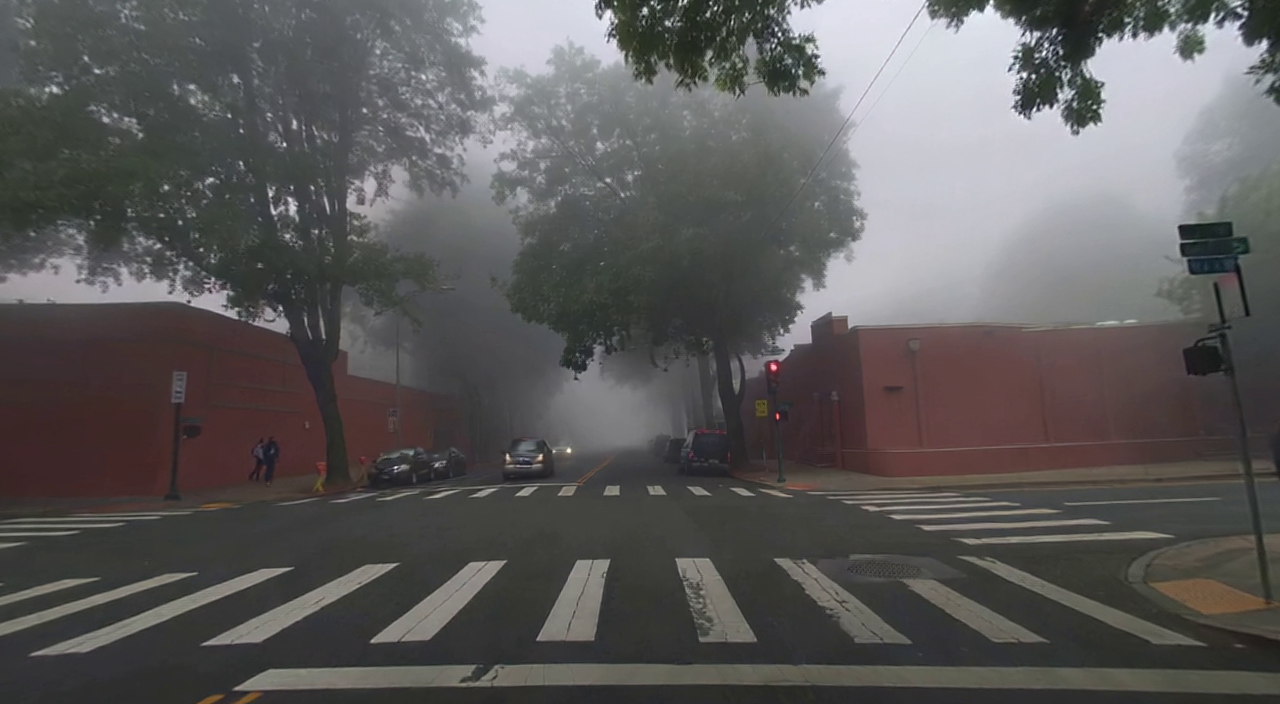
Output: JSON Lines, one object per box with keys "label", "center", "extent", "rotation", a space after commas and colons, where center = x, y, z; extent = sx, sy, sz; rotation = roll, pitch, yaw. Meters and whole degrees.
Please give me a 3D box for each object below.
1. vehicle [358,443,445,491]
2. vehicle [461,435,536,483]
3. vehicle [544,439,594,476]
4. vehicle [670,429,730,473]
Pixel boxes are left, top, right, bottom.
{"label": "vehicle", "center": [-9.909, 4.755, 26.604], "extent": [2.216, 1.804, 4.526], "rotation": [1, -8, -5]}
{"label": "vehicle", "center": [-5.972, 4.570, 27.274], "extent": [2.242, 1.887, 4.924], "rotation": [0, -8, -2]}
{"label": "vehicle", "center": [-3.285, 4.962, 29.816], "extent": [2.033, 1.596, 4.142], "rotation": [0, -8, -2]}
{"label": "vehicle", "center": [3.096, 5.313, 34.088], "extent": [2.557, 2.188, 5.164], "rotation": [0, -8, -2]}
